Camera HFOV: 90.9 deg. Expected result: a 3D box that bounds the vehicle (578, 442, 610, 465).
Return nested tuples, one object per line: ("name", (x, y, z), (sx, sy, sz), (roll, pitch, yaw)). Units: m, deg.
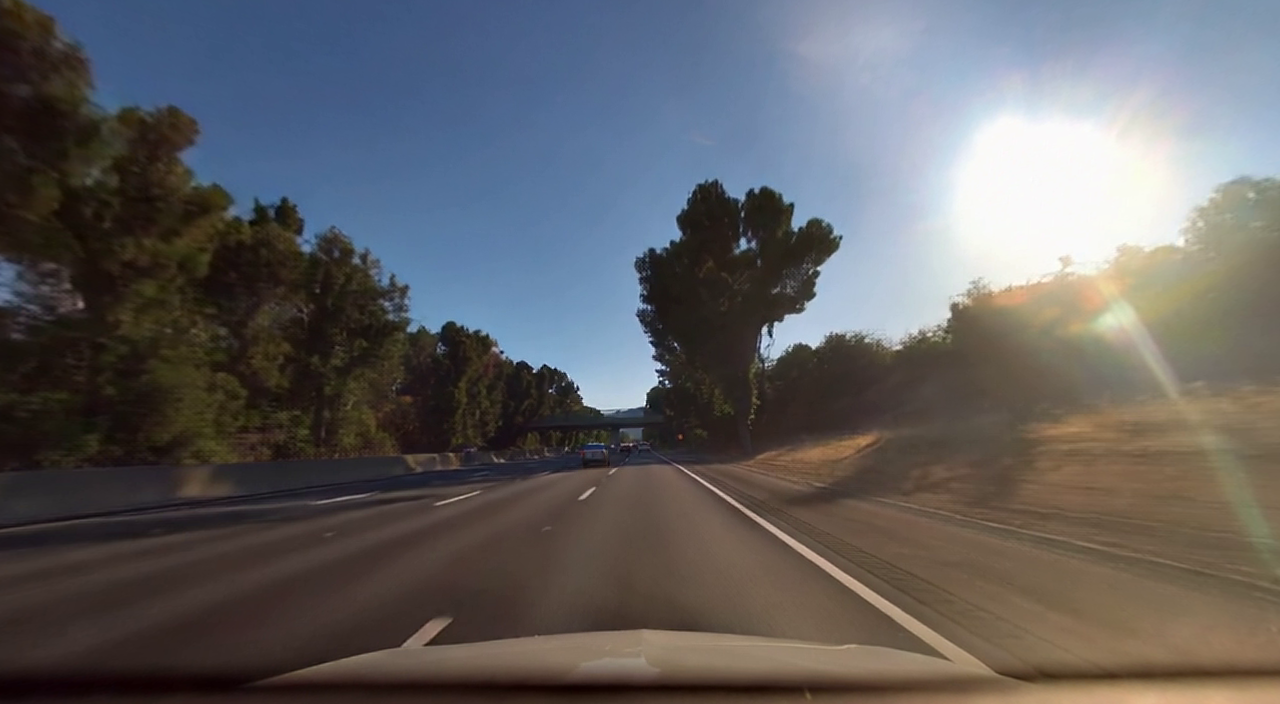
("vehicle", (-3.246, 7.287, 45.460), (1.993, 1.589, 3.898), (0, -8, 1))
